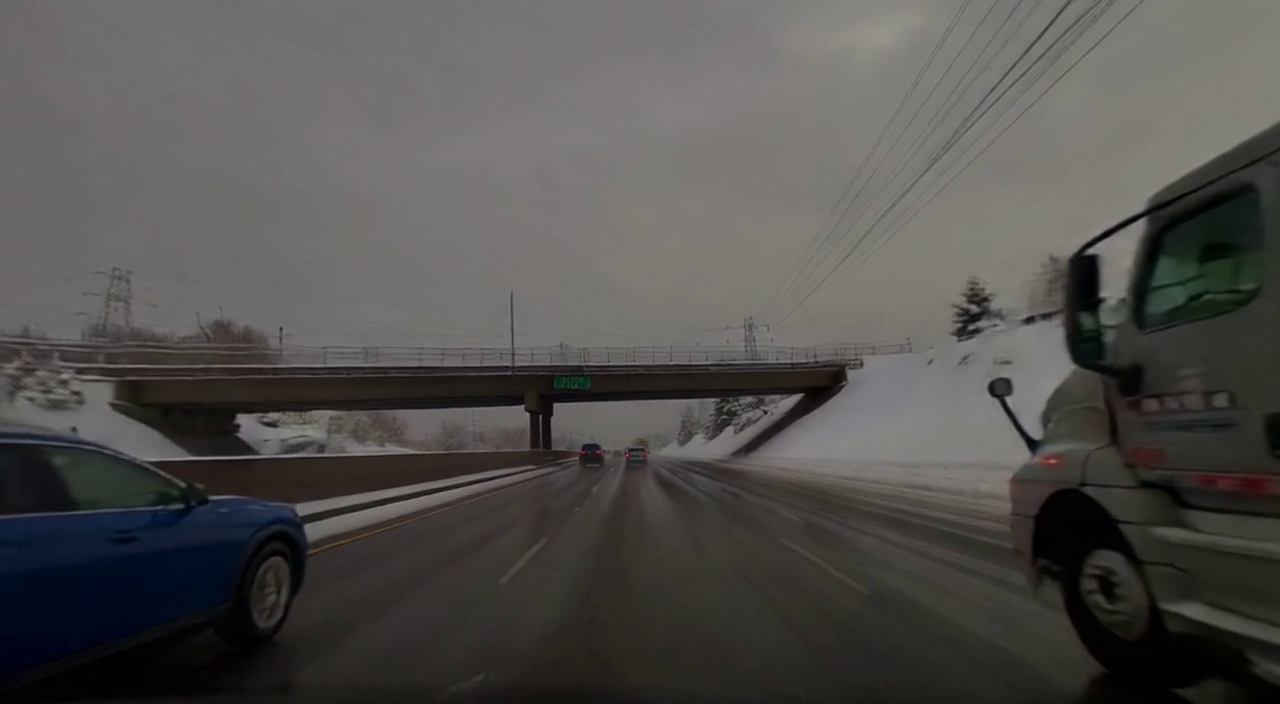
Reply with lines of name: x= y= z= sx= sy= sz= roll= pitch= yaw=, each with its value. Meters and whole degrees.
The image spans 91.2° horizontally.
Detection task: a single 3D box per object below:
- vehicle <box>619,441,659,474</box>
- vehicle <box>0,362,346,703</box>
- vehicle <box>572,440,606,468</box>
vehicle: x=-0.081 y=5.690 z=33.895 sx=2.004 sy=1.615 sz=4.113 roll=0 pitch=-9 yaw=0
vehicle: x=-3.242 y=0.908 z=2.731 sx=1.987 sy=1.548 sz=3.981 roll=0 pitch=-9 yaw=0
vehicle: x=-3.697 y=7.490 z=46.109 sx=2.077 sy=1.884 sz=4.961 roll=0 pitch=-9 yaw=0
